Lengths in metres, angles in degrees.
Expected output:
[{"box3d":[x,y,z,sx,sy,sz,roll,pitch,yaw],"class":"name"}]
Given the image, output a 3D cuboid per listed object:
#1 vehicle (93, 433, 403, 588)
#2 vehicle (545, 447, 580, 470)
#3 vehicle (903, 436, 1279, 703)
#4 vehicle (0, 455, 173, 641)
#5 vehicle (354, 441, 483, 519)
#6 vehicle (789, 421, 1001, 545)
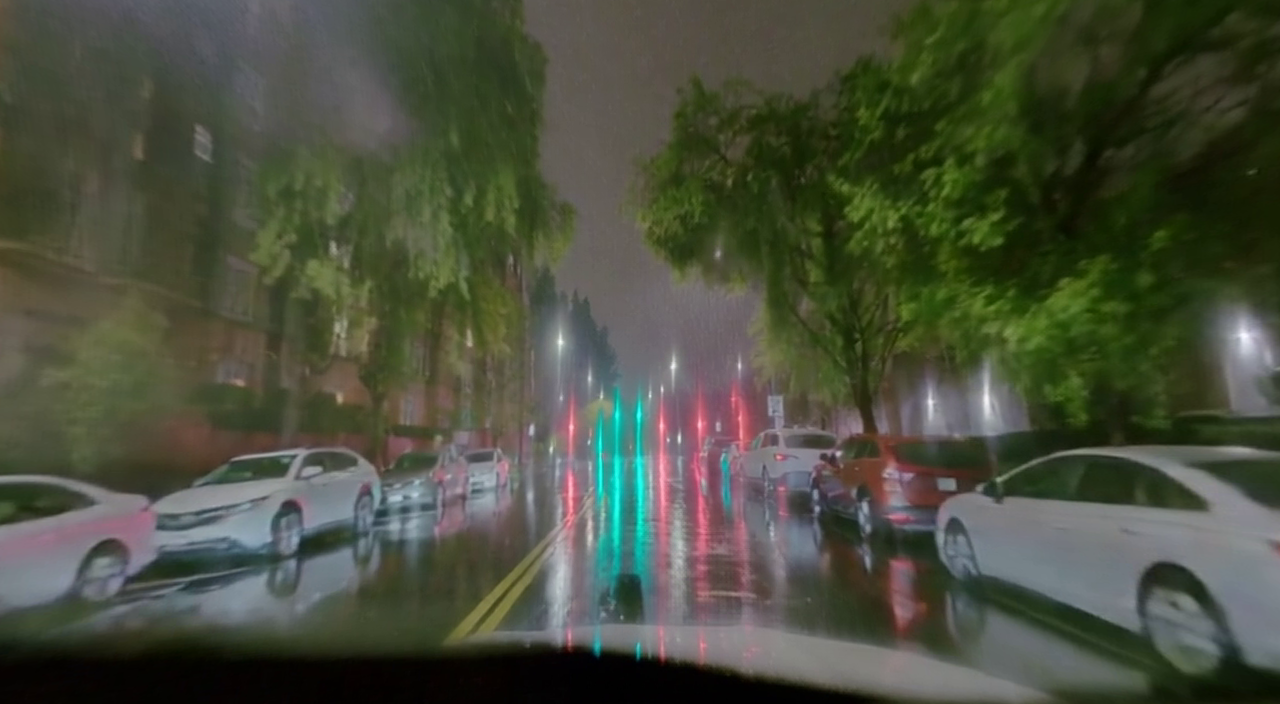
[{"box3d":[-5.969,2.386,10.494,2.077,1.756,4.665,-7,-9,1],"class":"vehicle"},{"box3d":[-5.773,7.983,47.505,1.947,1.473,4.397,-4,-8,1],"class":"vehicle"},{"box3d":[3.816,1.354,4.680,1.696,1.416,4.585,0,-8,-1],"class":"vehicle"},{"box3d":[-6.041,1.643,4.805,1.765,1.426,4.349,-6,-8,-1],"class":"vehicle"},{"box3d":[-5.870,3.380,17.307,1.929,1.681,4.216,-6,-8,0],"class":"vehicle"},{"box3d":[3.992,2.098,10.803,1.782,1.669,4.226,0,-8,-1],"class":"vehicle"}]
